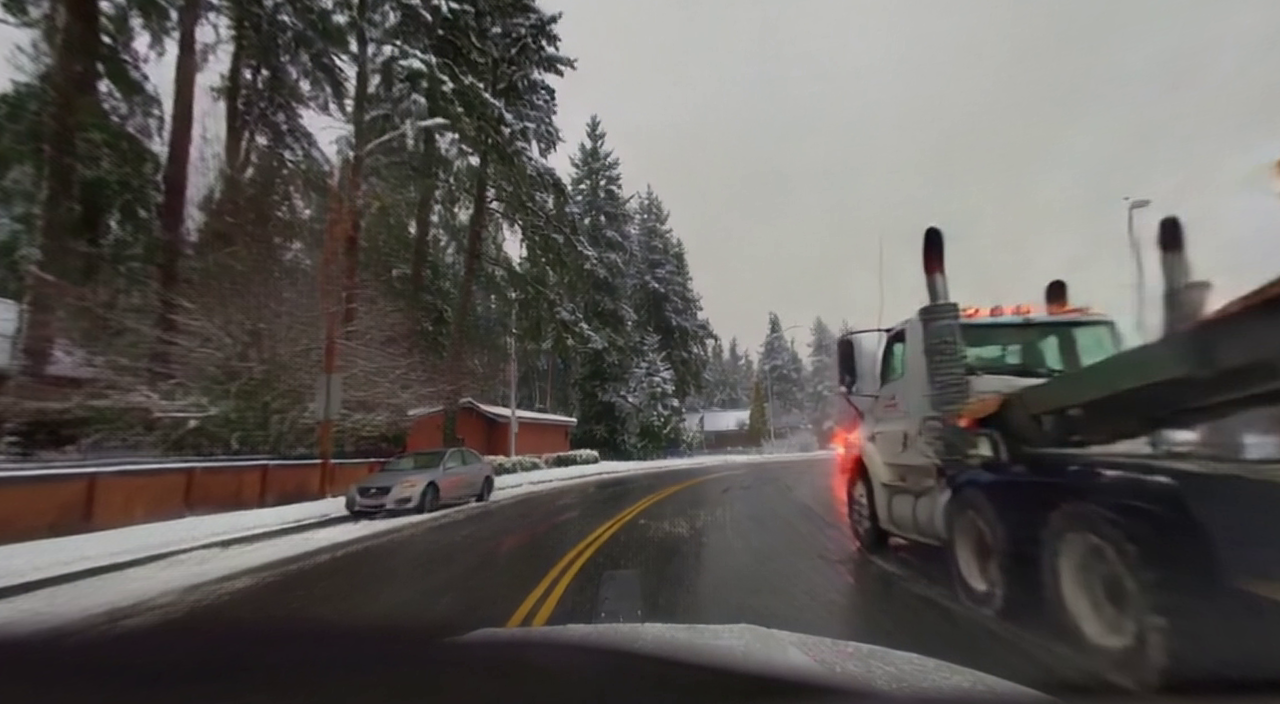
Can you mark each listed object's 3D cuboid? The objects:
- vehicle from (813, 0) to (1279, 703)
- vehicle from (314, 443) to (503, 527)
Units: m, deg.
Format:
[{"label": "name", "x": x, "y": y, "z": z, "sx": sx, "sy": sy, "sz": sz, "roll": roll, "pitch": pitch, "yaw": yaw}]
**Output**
[{"label": "vehicle", "x": 3.834, "y": 0.058, "z": 2.328, "sx": 2.834, "sy": 3.143, "sz": 12.517, "roll": 0, "pitch": -9, "yaw": 0}, {"label": "vehicle", "x": -4.698, "y": 2.729, "z": 13.641, "sx": 1.930, "sy": 1.487, "sz": 4.213, "roll": -2, "pitch": -8, "yaw": 10}]
